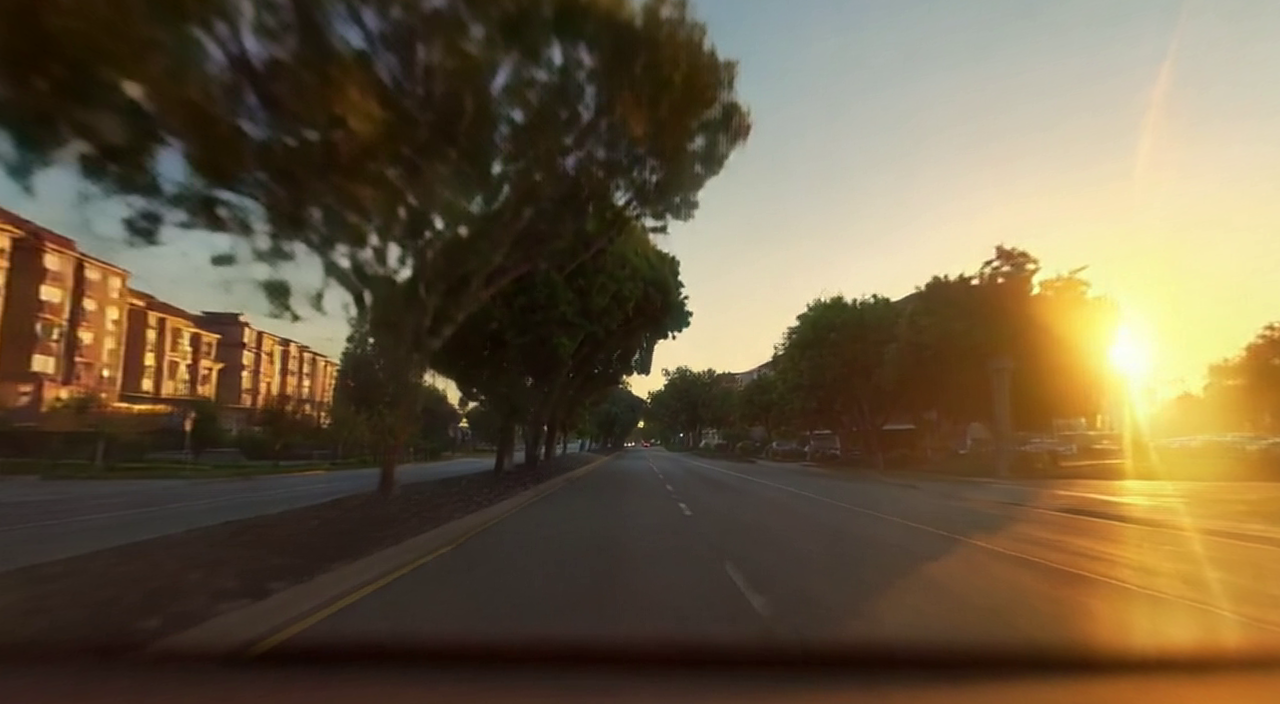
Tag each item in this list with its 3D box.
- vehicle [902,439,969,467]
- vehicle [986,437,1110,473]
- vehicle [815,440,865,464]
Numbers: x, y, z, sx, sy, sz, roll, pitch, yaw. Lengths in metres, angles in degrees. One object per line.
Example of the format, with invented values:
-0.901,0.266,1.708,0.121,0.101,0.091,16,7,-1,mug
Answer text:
18.719,6.456,40.302,1.947,1.667,4.347,1,-9,-3,vehicle
20.160,5.122,31.380,4.661,1.710,2.127,0,-9,-1,vehicle
15.421,7.735,48.936,2.006,1.683,4.643,1,-9,-4,vehicle
